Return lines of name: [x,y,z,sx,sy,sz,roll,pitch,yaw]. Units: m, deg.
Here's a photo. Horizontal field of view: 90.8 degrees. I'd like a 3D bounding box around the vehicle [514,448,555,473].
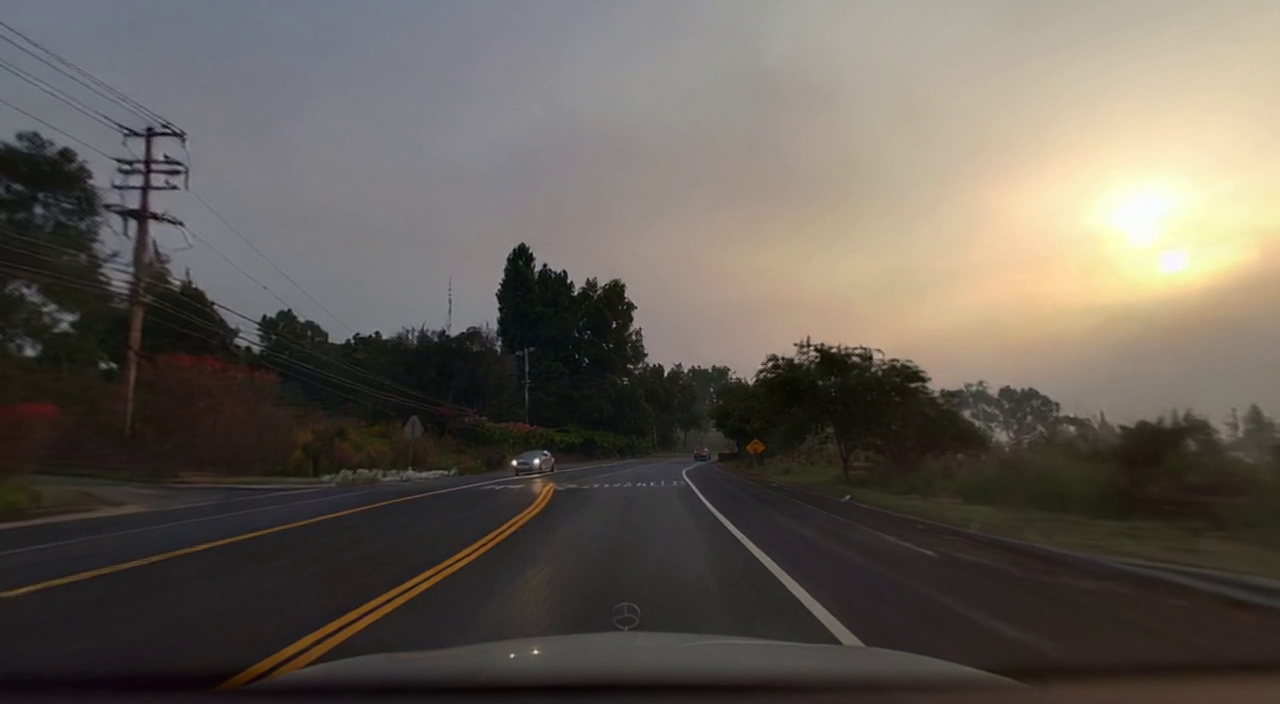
vehicle: [-7.298,7.525,44.106,2.056,1.677,4.282,0,-9,2]
